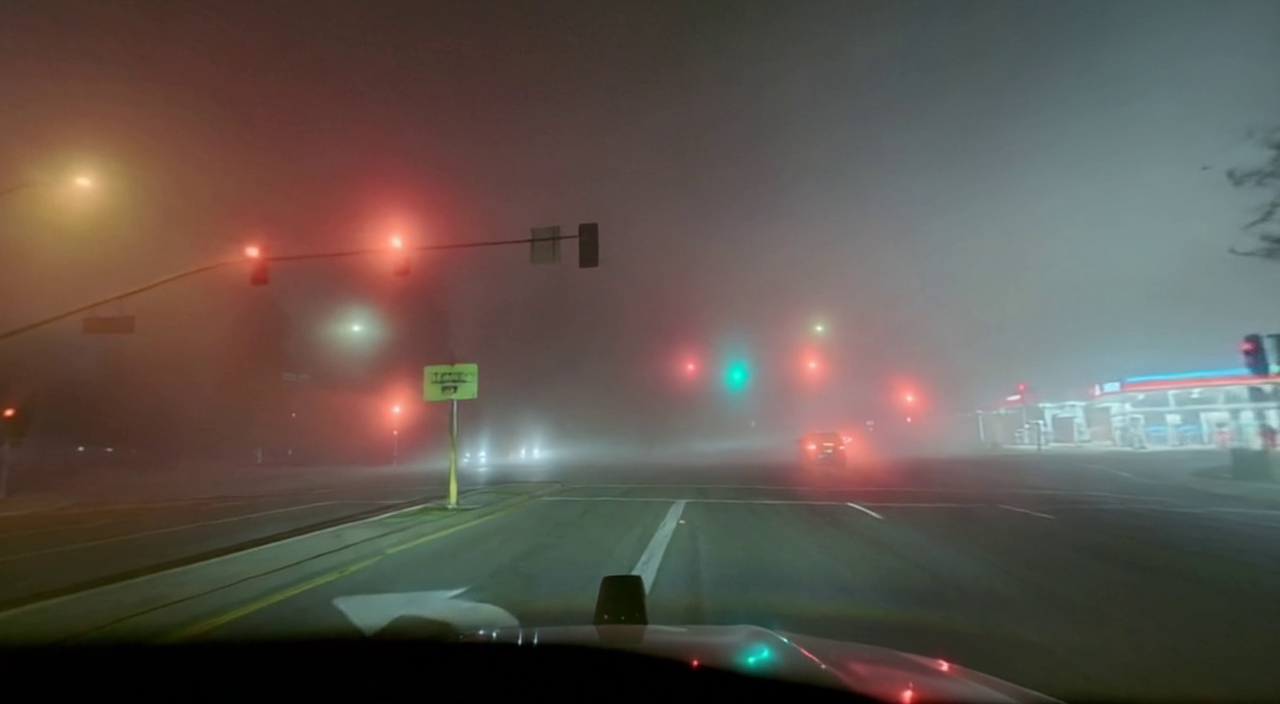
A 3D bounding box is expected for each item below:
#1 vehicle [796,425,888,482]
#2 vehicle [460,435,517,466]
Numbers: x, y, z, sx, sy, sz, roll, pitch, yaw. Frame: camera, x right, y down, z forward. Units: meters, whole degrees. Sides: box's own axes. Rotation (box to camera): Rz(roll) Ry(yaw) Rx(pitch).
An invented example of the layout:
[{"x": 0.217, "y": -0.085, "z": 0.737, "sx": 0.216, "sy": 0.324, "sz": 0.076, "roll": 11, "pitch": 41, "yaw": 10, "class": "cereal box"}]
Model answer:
[{"x": 6.743, "y": 3.434, "z": 21.432, "sx": 2.090, "sy": 1.717, "sz": 4.063, "roll": -1, "pitch": -9, "yaw": 5, "class": "vehicle"}, {"x": -9.729, "y": 6.362, "z": 40.617, "sx": 2.112, "sy": 1.853, "sz": 4.516, "roll": -1, "pitch": -9, "yaw": 6, "class": "vehicle"}]
